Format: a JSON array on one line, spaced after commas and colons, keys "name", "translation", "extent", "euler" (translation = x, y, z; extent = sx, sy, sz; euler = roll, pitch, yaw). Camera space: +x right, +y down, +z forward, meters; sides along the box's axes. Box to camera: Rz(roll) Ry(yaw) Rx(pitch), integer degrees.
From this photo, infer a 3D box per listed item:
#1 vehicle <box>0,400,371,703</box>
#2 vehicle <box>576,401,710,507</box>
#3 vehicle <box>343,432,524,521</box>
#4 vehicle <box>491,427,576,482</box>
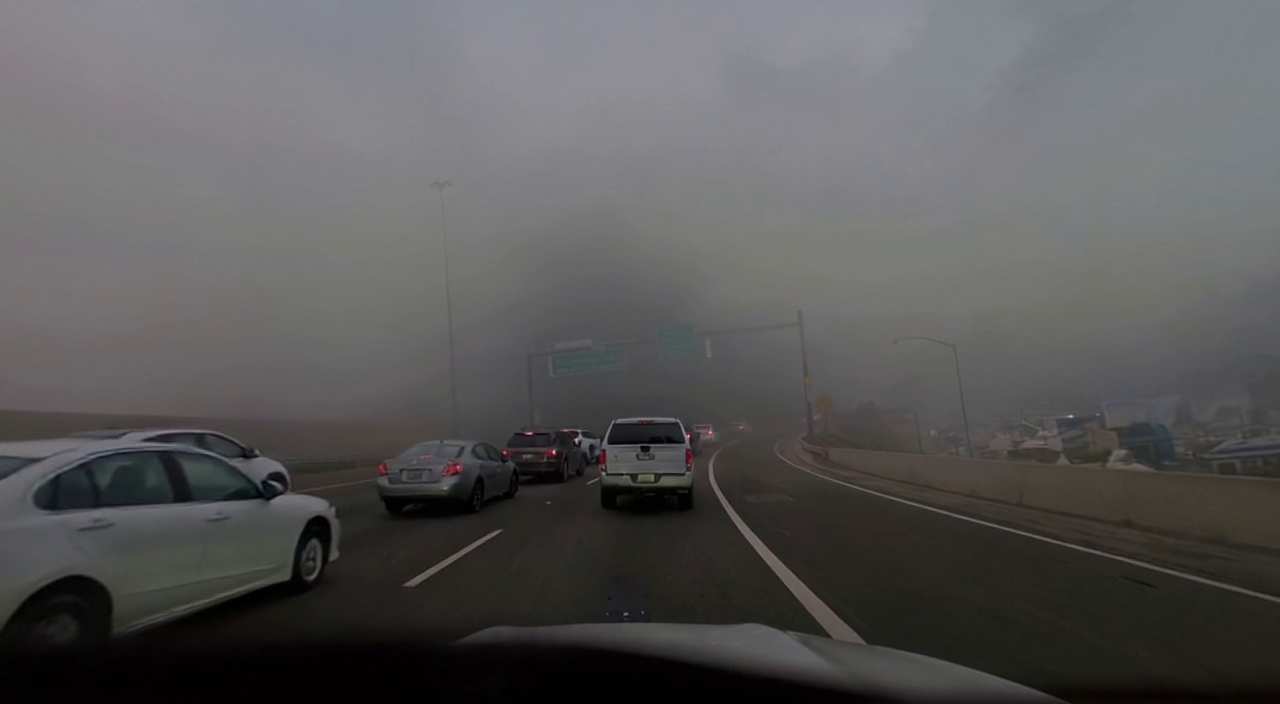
[{"name": "vehicle", "translation": [-3.698, 1.096, 3.591], "extent": [1.998, 1.494, 5.020], "euler": [0, -9, 2]}, {"name": "vehicle", "translation": [0.154, 2.455, 15.408], "extent": [2.616, 2.063, 5.933], "euler": [0, -9, 2]}, {"name": "vehicle", "translation": [-3.903, 2.436, 12.866], "extent": [2.087, 1.481, 4.225], "euler": [0, -9, 3]}, {"name": "vehicle", "translation": [-3.651, 3.616, 22.469], "extent": [1.953, 1.729, 4.377], "euler": [-1, -9, 4]}]
